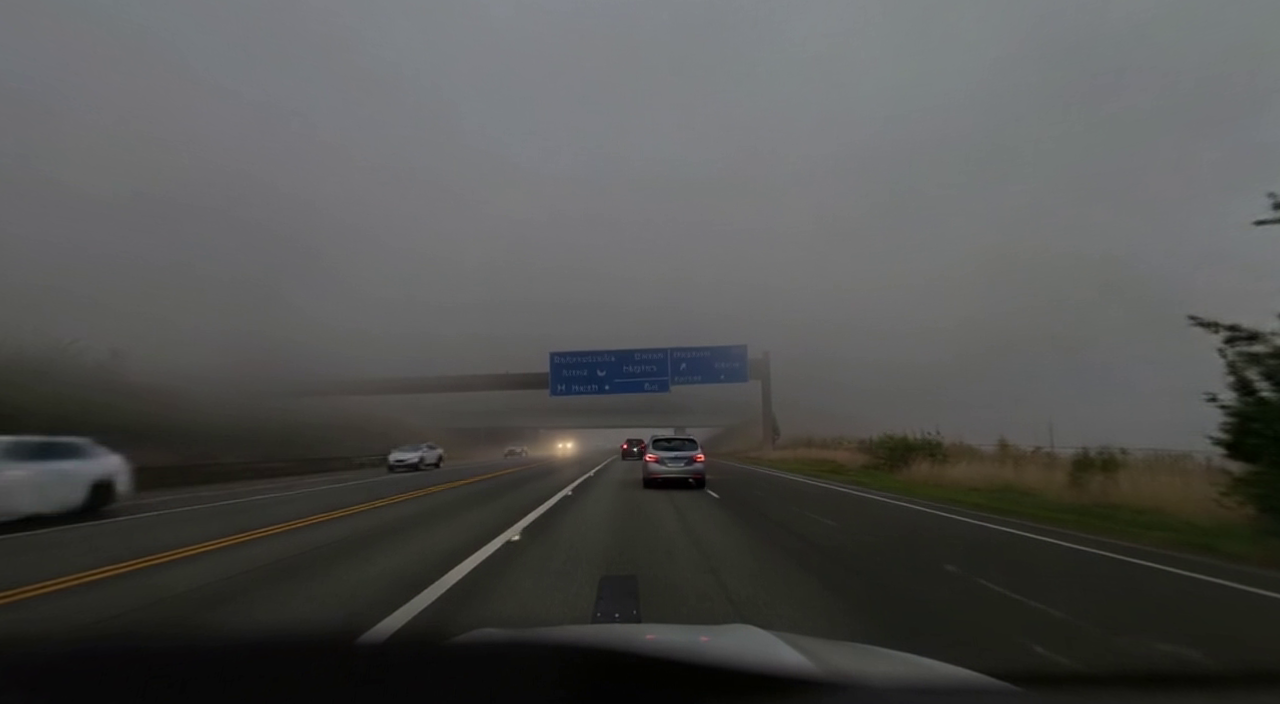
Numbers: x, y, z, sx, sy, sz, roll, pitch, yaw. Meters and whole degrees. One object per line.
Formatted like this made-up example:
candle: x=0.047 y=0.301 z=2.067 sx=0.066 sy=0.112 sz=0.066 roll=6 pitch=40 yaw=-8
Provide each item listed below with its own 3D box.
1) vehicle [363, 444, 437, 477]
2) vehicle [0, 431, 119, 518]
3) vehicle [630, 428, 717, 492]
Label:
vehicle: x=-11.709 y=5.289 z=31.033 sx=1.925 sy=1.458 sz=4.438 roll=0 pitch=-8 yaw=0
vehicle: x=-14.999 y=2.663 z=13.668 sx=2.454 sy=1.868 sz=5.753 roll=-1 pitch=-8 yaw=0
vehicle: x=0.842 y=3.105 z=18.511 sx=2.092 sy=1.636 sz=4.024 roll=0 pitch=-8 yaw=-4
